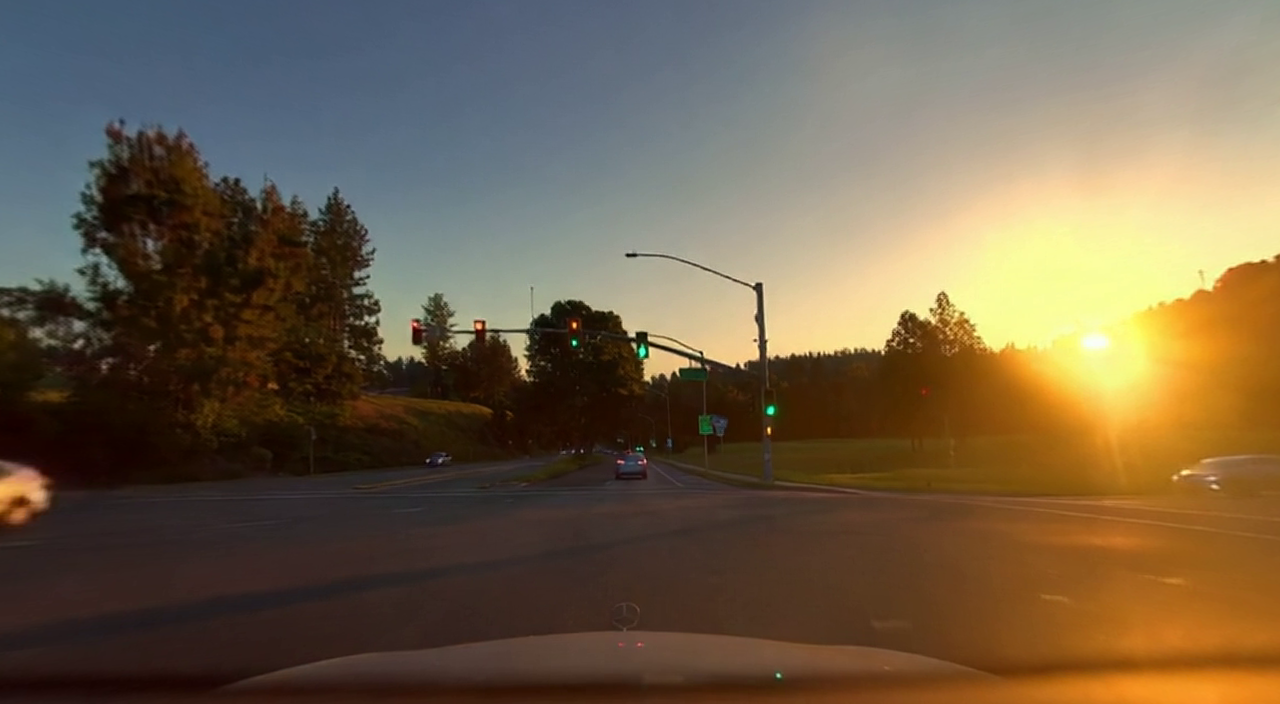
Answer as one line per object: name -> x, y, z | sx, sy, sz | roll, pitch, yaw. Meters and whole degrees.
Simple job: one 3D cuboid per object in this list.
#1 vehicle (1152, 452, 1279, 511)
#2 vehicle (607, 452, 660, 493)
vehicle -> 17.707, 3.660, 18.094 | 4.501, 1.486, 2.091 | 1, -9, -11
vehicle -> -0.266, 4.752, 25.146 | 1.954, 1.469, 3.465 | 0, -9, 0
